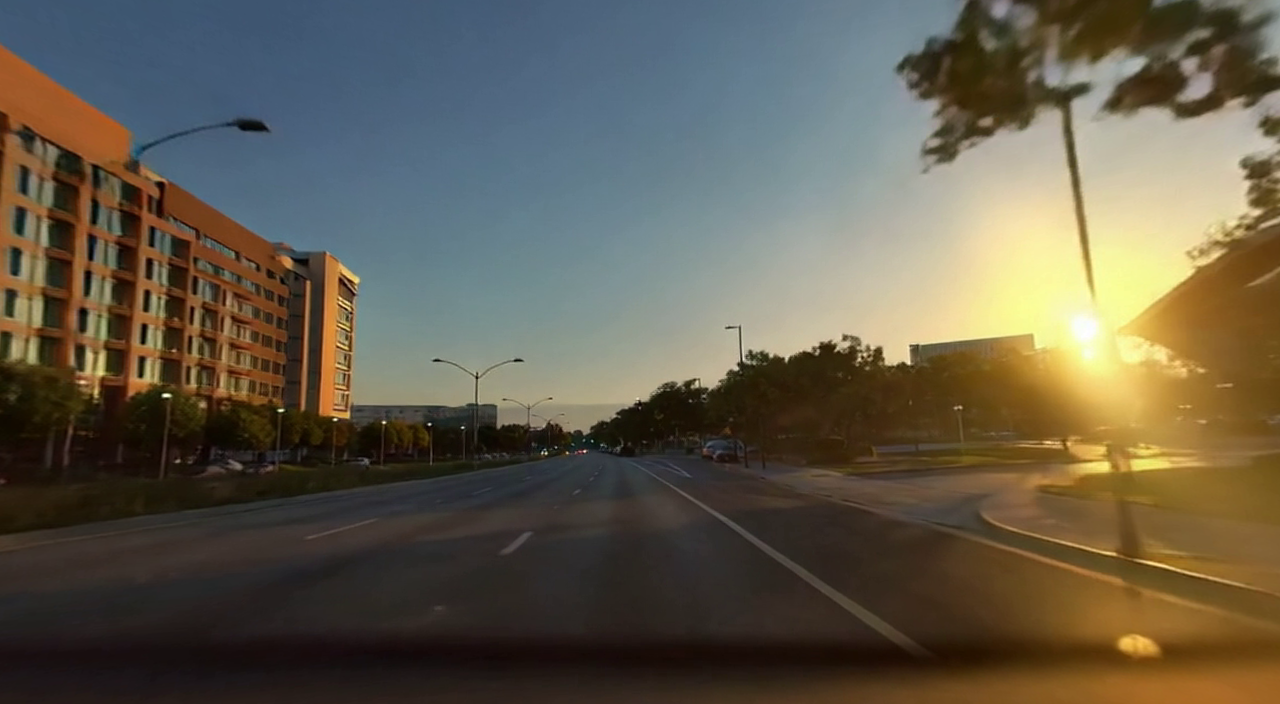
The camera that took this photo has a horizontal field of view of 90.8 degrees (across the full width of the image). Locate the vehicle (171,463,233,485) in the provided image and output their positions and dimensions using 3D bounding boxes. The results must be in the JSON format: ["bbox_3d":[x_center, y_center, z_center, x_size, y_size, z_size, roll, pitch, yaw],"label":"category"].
[{"bbox_3d":[-34.079,9.509,49.310,1.868,1.467,4.423,0,-9,-4],"label":"vehicle"}]
